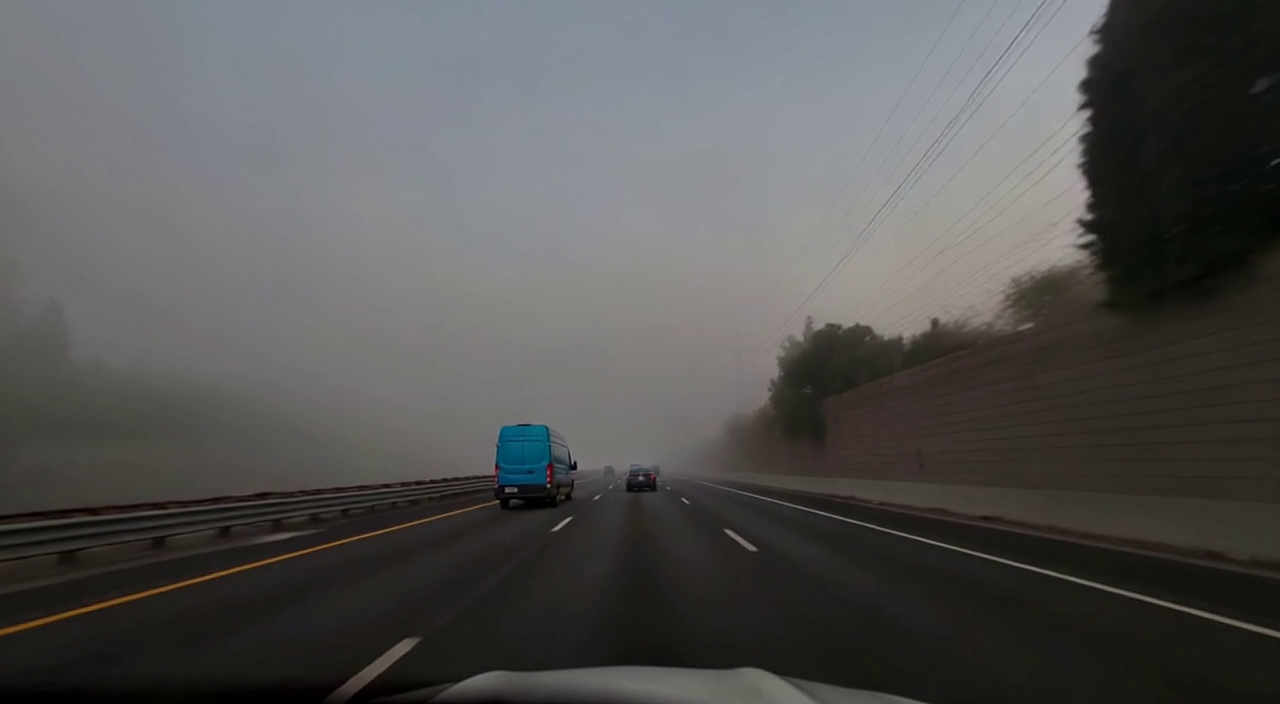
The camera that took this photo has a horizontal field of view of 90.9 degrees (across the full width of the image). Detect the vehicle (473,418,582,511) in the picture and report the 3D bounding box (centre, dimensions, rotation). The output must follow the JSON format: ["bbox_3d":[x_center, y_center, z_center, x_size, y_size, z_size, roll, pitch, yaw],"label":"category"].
[{"bbox_3d":[-3.534,3.846,21.467,2.394,2.609,6.875,1,-11,0],"label":"vehicle"}]

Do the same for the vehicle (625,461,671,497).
[{"bbox_3d":[0.336,5.916,29.531,2.006,1.554,3.863,1,-11,0],"label":"vehicle"}]
